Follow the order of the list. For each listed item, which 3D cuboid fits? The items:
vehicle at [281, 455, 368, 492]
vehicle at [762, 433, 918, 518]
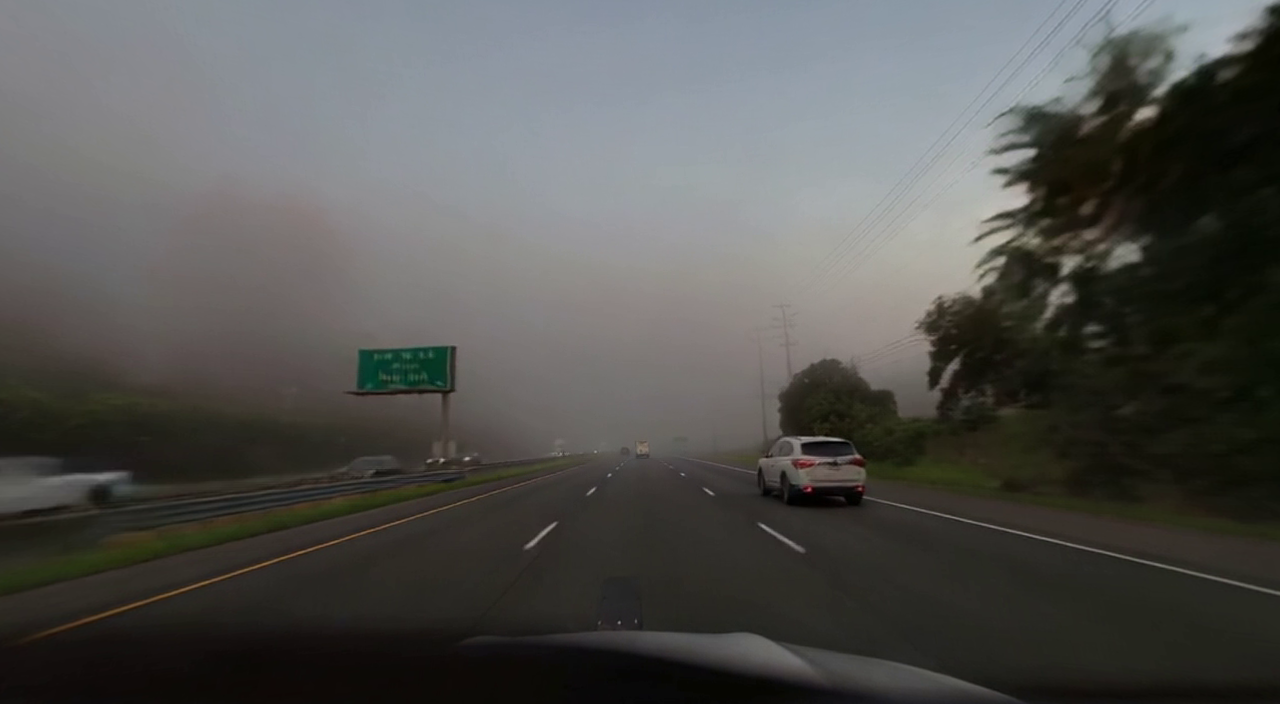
[{"bbox_3d":[-14.877,5.726,29.820,2.032,1.541,4.080,0,-9,0],"label":"vehicle"},{"bbox_3d":[4.158,2.642,13.858,2.054,1.565,4.089,0,-9,-1],"label":"vehicle"}]
